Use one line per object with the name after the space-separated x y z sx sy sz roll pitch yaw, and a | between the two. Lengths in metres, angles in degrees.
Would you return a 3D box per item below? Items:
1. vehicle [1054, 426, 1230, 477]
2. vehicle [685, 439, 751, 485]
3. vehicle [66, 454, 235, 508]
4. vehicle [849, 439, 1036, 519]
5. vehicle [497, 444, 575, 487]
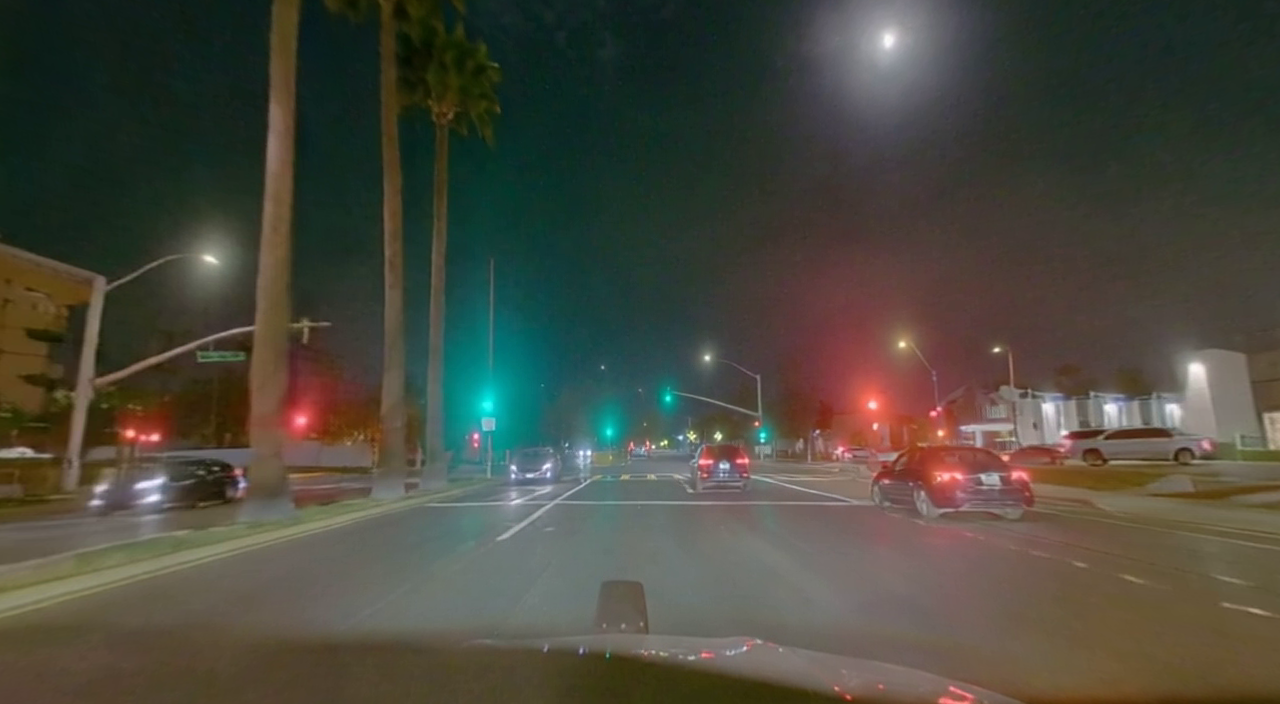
19.255 3.809 24.365 4.999 1.833 2.114 0 -8 -2 | vehicle
2.958 4.290 24.860 2.009 1.639 4.267 0 -9 -1 | vehicle
-15.636 4.110 20.531 1.902 1.466 4.463 0 -9 0 | vehicle
6.461 2.736 14.165 1.890 1.471 4.566 0 -9 -1 | vehicle
-3.787 4.193 23.661 2.037 1.472 4.152 0 -9 2 | vehicle
